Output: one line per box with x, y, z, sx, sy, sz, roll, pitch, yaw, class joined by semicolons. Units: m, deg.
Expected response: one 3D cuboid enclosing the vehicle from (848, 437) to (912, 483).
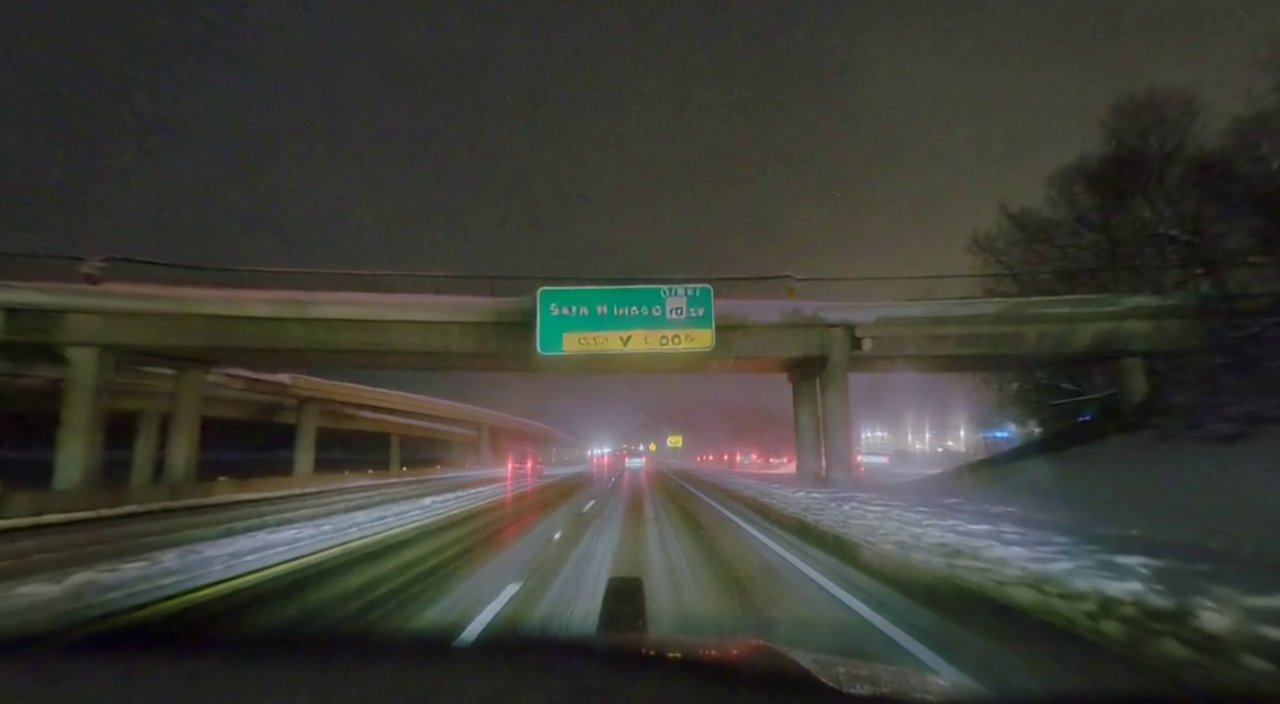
18.600;8.391;49.184;2.594;3.362;5.549;1;-9;-1;vehicle
